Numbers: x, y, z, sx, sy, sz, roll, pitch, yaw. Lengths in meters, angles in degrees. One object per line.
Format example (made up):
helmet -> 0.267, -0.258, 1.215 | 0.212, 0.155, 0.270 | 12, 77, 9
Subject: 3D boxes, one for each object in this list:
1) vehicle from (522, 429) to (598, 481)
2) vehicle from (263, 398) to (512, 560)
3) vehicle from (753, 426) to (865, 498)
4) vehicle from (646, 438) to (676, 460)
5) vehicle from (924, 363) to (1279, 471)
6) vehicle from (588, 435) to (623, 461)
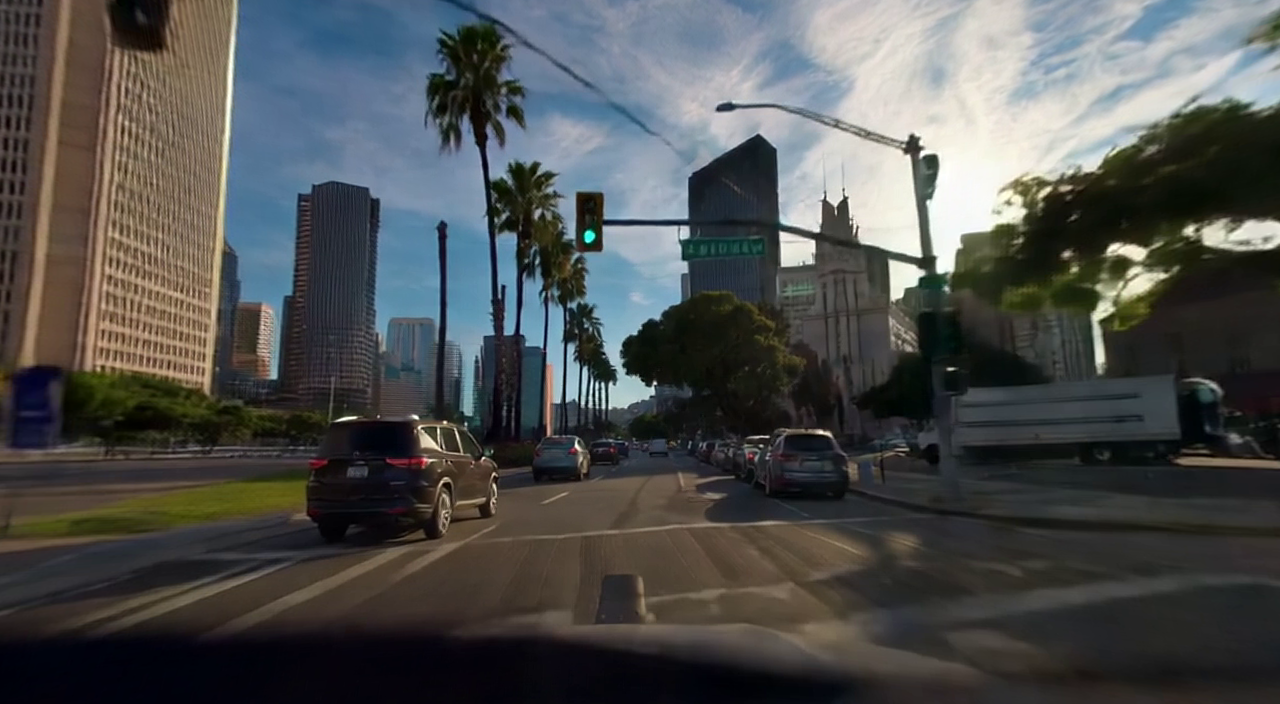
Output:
vehicle -> -2.821, 3.768, 23.245 | 2.014, 1.740, 4.392 | 0, -8, 2
vehicle -> -3.270, 1.734, 9.233 | 1.800, 1.797, 4.224 | 0, -8, 1
vehicle -> 4.515, 3.014, 17.653 | 1.965, 1.735, 4.835 | 0, -8, 2
vehicle -> 1.441, 6.831, 44.213 | 2.036, 1.461, 3.890 | 0, -8, 1
vehicle -> 17.073, 2.781, 24.413 | 10.428, 3.452, 2.869 | -8, -11, 39
vehicle -> -2.292, 6.553, 42.932 | 1.955, 1.637, 4.243 | 0, -8, 3
